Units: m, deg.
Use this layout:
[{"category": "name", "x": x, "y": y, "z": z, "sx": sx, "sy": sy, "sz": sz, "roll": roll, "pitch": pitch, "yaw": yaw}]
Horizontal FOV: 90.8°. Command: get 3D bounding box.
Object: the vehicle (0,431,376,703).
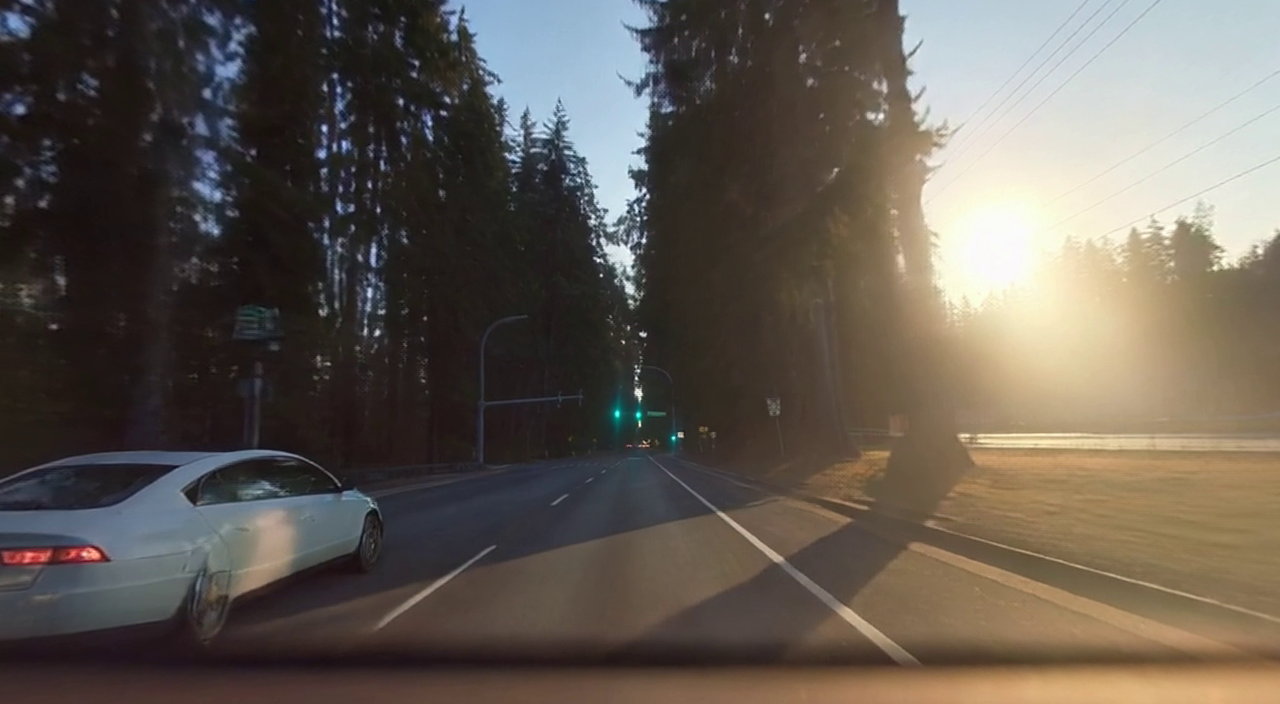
[{"category": "vehicle", "x": -4.058, "y": 1.425, "z": 5.211, "sx": 1.946, "sy": 1.437, "sz": 4.154, "roll": 0, "pitch": -8, "yaw": 0}]
